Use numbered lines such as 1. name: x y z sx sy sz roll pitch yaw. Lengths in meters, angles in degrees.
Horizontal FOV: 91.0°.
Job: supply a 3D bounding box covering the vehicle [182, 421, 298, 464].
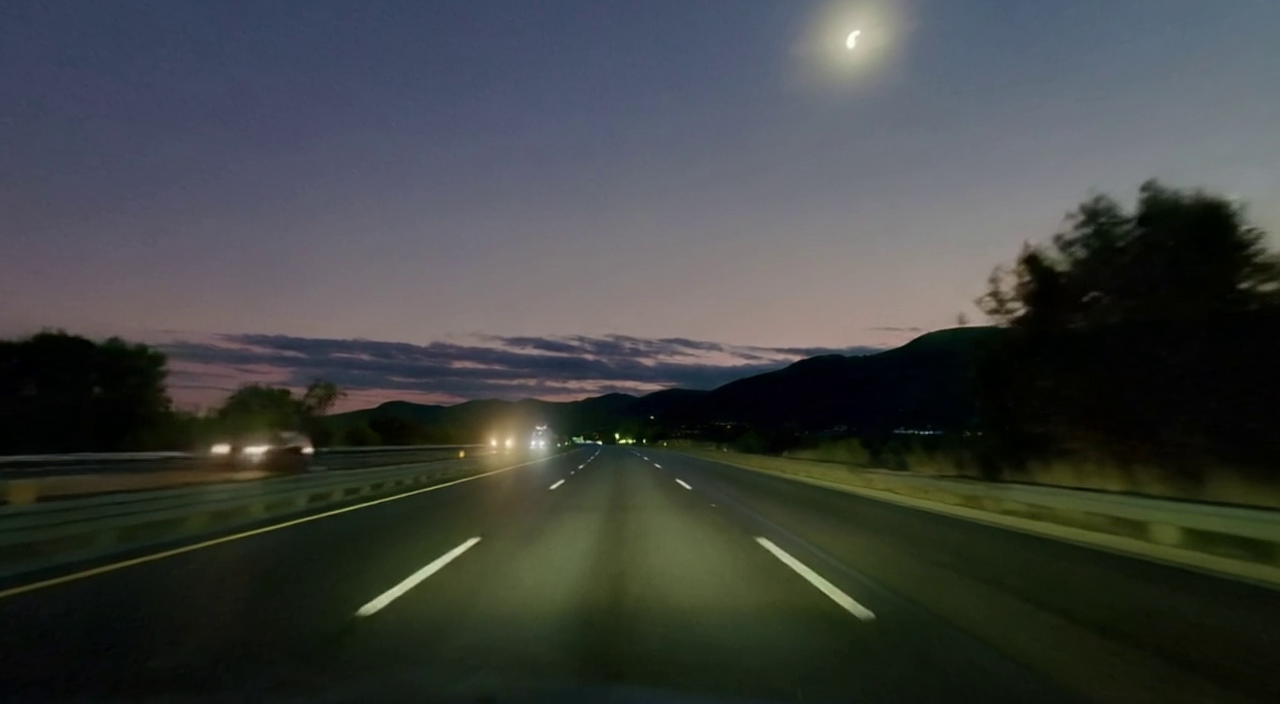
1. vehicle: -16.630 3.815 26.501 1.912 1.599 4.611 0 -8 -1
